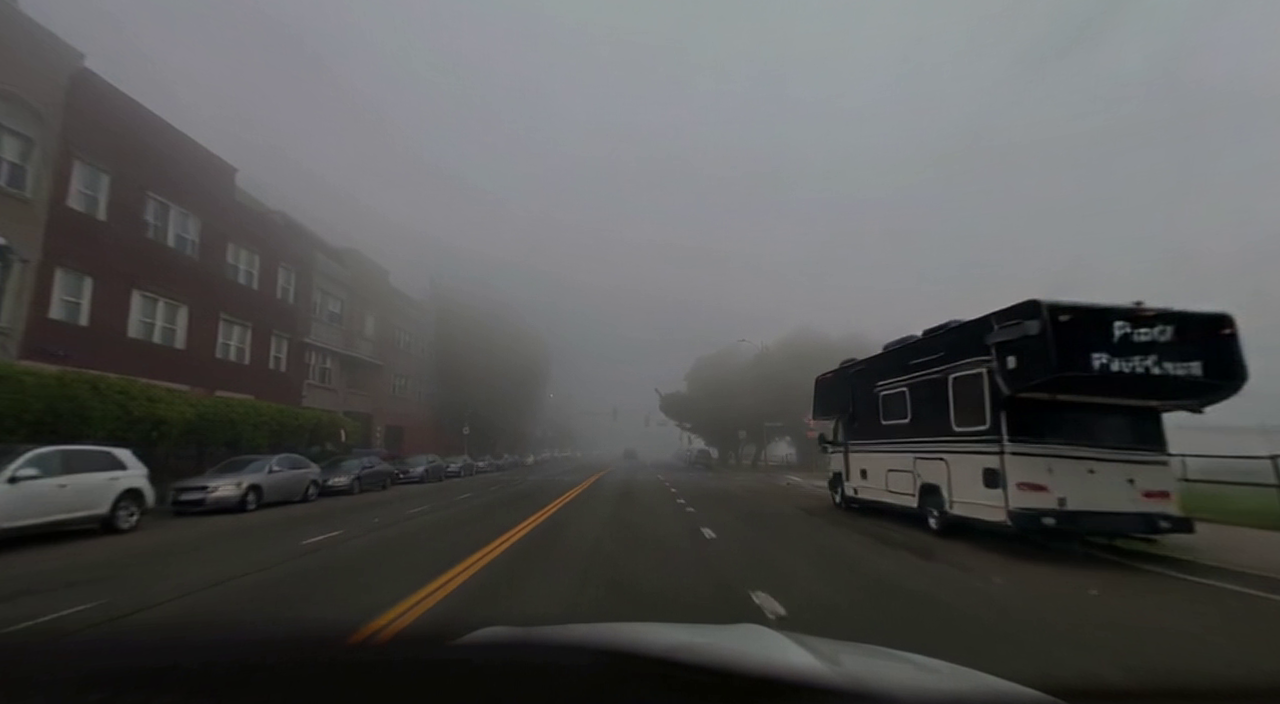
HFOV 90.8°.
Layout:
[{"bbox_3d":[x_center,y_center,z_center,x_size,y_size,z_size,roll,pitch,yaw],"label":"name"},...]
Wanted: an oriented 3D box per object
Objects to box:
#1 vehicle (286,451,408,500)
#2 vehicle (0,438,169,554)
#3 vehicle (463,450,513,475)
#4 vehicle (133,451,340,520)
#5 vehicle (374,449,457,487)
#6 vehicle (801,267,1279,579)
[{"bbox_3d":[-10.040,4.240,22.188,1.959,1.451,4.990,0,-8,-1],"label":"vehicle"},{"bbox_3d":[-9.998,2.113,9.559,2.276,1.597,4.421,0,-9,0],"label":"vehicle"},{"bbox_3d":[-10.133,7.373,42.530,1.995,1.564,5.321,0,-8,0],"label":"vehicle"},{"bbox_3d":[-9.999,3.311,16.302,2.078,1.427,4.900,0,-8,0],"label":"vehicle"},{"bbox_3d":[-10.037,5.198,28.662,1.918,1.535,4.834,0,-8,1],"label":"vehicle"},{"bbox_3d":[6.057,1.460,11.954,3.102,3.473,9.734,0,-8,-2],"label":"vehicle"}]
